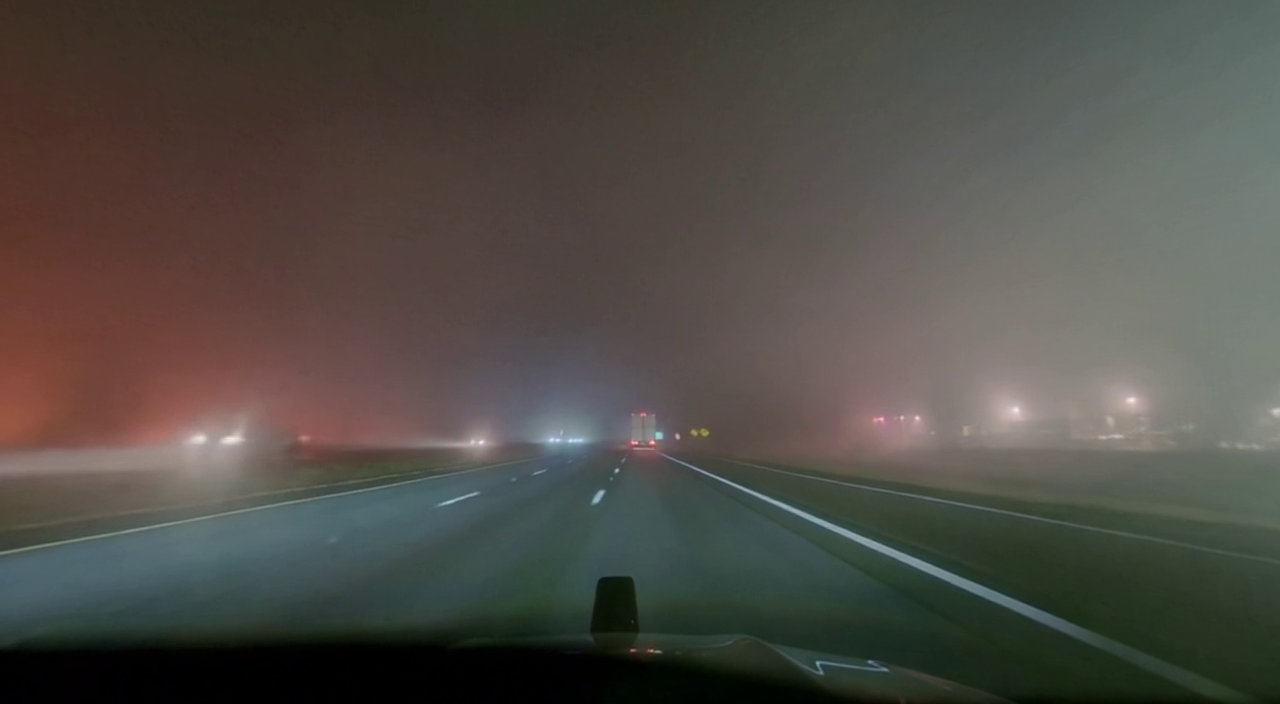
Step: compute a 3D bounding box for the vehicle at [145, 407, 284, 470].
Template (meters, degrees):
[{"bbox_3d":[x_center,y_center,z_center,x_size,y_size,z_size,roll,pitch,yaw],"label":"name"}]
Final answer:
[{"bbox_3d":[-19.003,3.949,28.572,2.341,2.520,5.576,-1,-8,0],"label":"vehicle"}]
